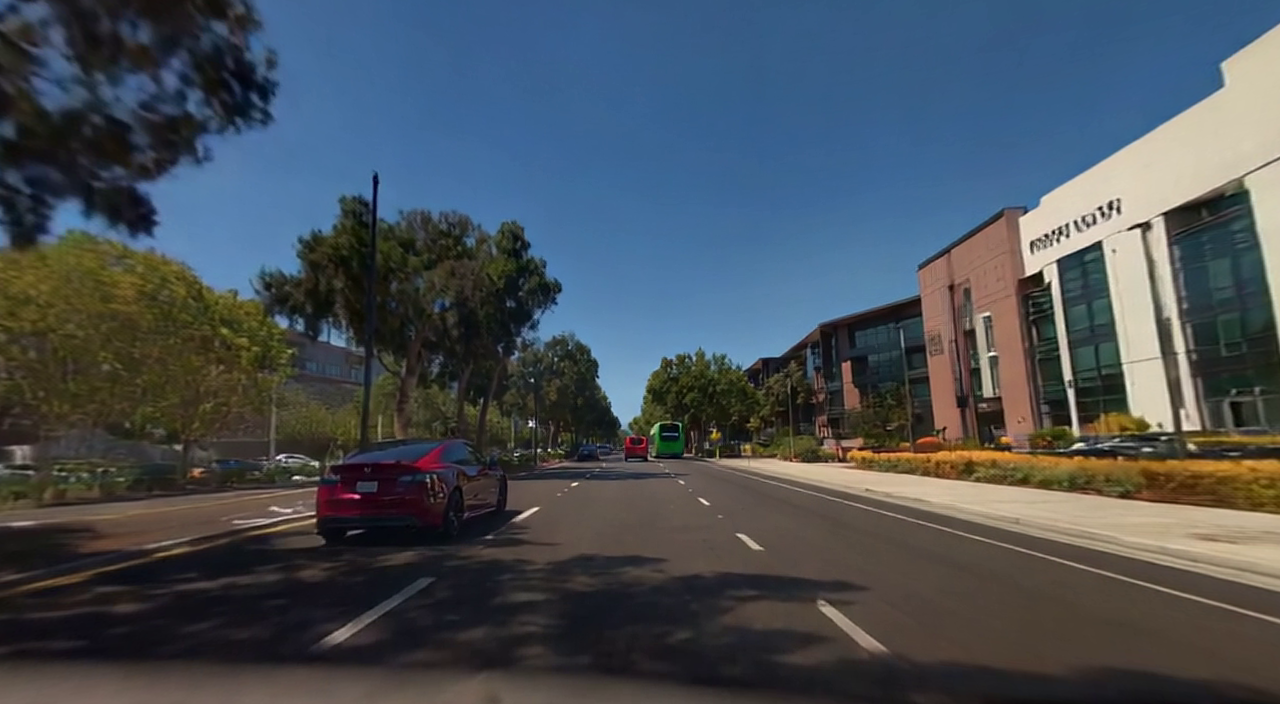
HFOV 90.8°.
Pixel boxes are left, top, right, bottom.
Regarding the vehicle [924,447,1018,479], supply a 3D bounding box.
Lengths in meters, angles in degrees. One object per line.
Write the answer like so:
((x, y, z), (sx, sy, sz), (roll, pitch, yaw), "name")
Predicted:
((16.079, 5.404, 30.807), (3.495, 1.485, 1.806), (0, -9, -1), "vehicle")

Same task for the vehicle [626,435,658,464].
((0.053, 7.603, 49.336), (2.336, 2.122, 5.207), (0, -9, -2), "vehicle")

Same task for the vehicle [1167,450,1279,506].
((17.165, 3.429, 17.381), (3.722, 1.408, 1.766), (0, -9, -1), "vehicle")

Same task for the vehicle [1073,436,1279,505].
((17.088, 3.789, 20.366), (4.520, 1.834, 2.167), (-3, -10, 0), "vehicle")

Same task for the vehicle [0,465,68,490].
((-39.516, 8.069, 40.836), (1.633, 1.433, 3.617), (0, -9, -1), "vehicle")

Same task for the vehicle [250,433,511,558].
((-3.579, 2.064, 9.880), (2.120, 1.481, 4.535), (0, -9, 1), "vehicle")

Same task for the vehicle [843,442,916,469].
((16.865, 7.315, 44.570), (4.402, 1.546, 1.628), (-3, -10, 0), "vehicle")
